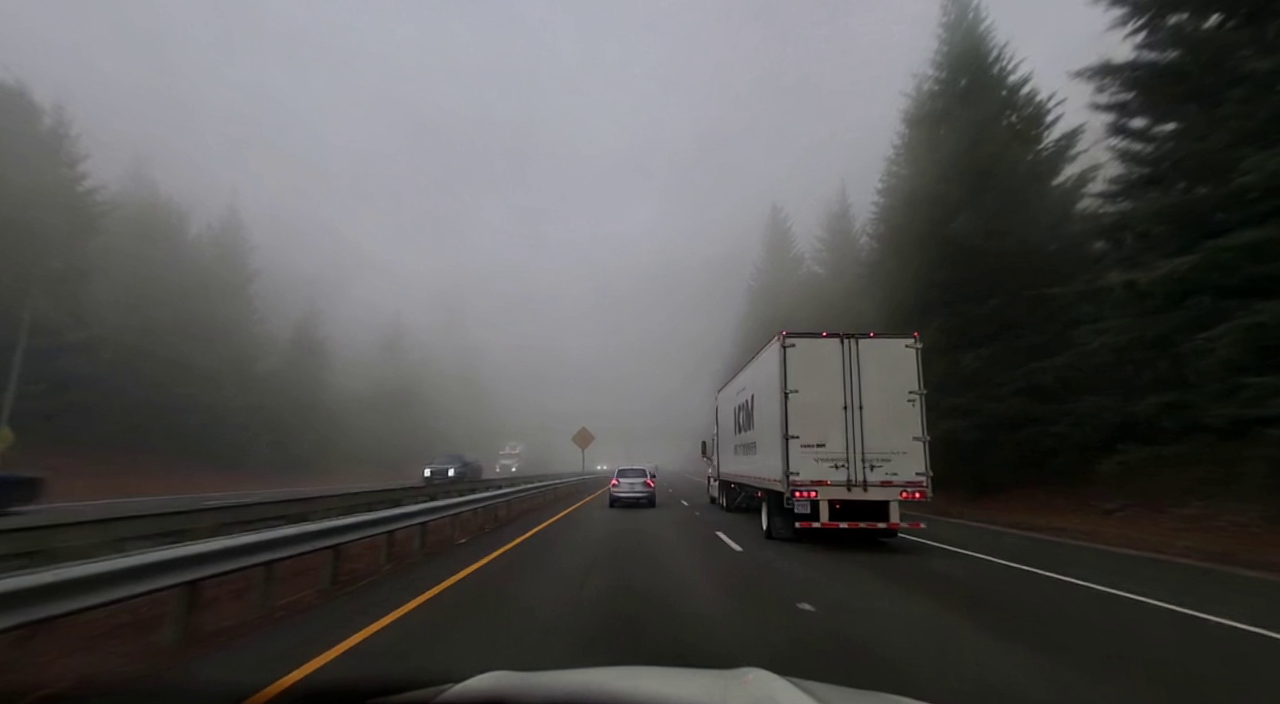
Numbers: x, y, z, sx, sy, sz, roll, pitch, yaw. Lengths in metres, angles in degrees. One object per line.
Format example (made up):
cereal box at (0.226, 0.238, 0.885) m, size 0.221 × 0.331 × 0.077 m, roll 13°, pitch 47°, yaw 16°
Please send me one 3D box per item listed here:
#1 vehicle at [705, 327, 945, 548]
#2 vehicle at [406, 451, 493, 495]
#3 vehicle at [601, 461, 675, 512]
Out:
vehicle at (4.319, 3.096, 20.255) m, size 2.964 × 4.188 × 16.587 m, roll 1°, pitch -11°, yaw 1°
vehicle at (-8.926, 5.768, 30.039) m, size 2.162 × 1.857 × 5.332 m, roll 0°, pitch -11°, yaw 3°
vehicle at (-0.059, 4.292, 20.278) m, size 2.156 × 1.444 × 3.762 m, roll 1°, pitch -10°, yaw 0°
